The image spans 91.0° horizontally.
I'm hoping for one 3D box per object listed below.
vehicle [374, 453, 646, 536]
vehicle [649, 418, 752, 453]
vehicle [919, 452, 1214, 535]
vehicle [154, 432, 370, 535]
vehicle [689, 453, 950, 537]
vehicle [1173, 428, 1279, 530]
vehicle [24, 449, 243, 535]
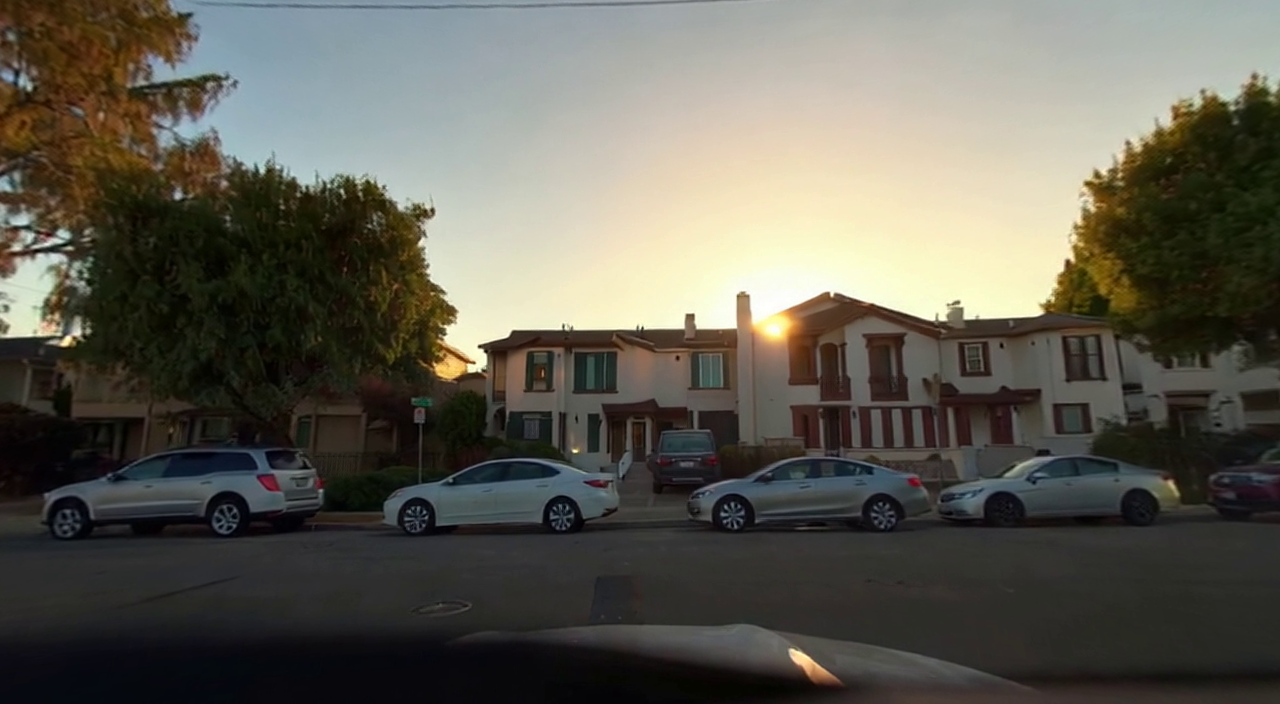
[{"bbox_3d":[-2.421,2.814,12.749,5.075,1.436,1.863,1,-8,1],"label":"vehicle"},{"bbox_3d":[2.715,3.855,28.946,4.565,1.479,1.775,1,-8,-1],"label":"vehicle"},{"bbox_3d":[8.507,2.829,12.836,4.785,1.471,1.798,1,-8,-3],"label":"vehicle"},{"bbox_3d":[-8.420,2.906,14.677,2.046,1.969,4.585,0,-8,2],"label":"vehicle"},{"bbox_3d":[3.365,2.783,12.557,4.663,1.452,1.801,1,-8,1],"label":"vehicle"},{"bbox_3d":[14.676,2.662,13.348,4.513,1.970,2.512,1,-8,-3],"label":"vehicle"},{"bbox_3d":[-11.410,3.104,14.639,1.827,1.648,4.030,1,-8,-3],"label":"vehicle"}]
